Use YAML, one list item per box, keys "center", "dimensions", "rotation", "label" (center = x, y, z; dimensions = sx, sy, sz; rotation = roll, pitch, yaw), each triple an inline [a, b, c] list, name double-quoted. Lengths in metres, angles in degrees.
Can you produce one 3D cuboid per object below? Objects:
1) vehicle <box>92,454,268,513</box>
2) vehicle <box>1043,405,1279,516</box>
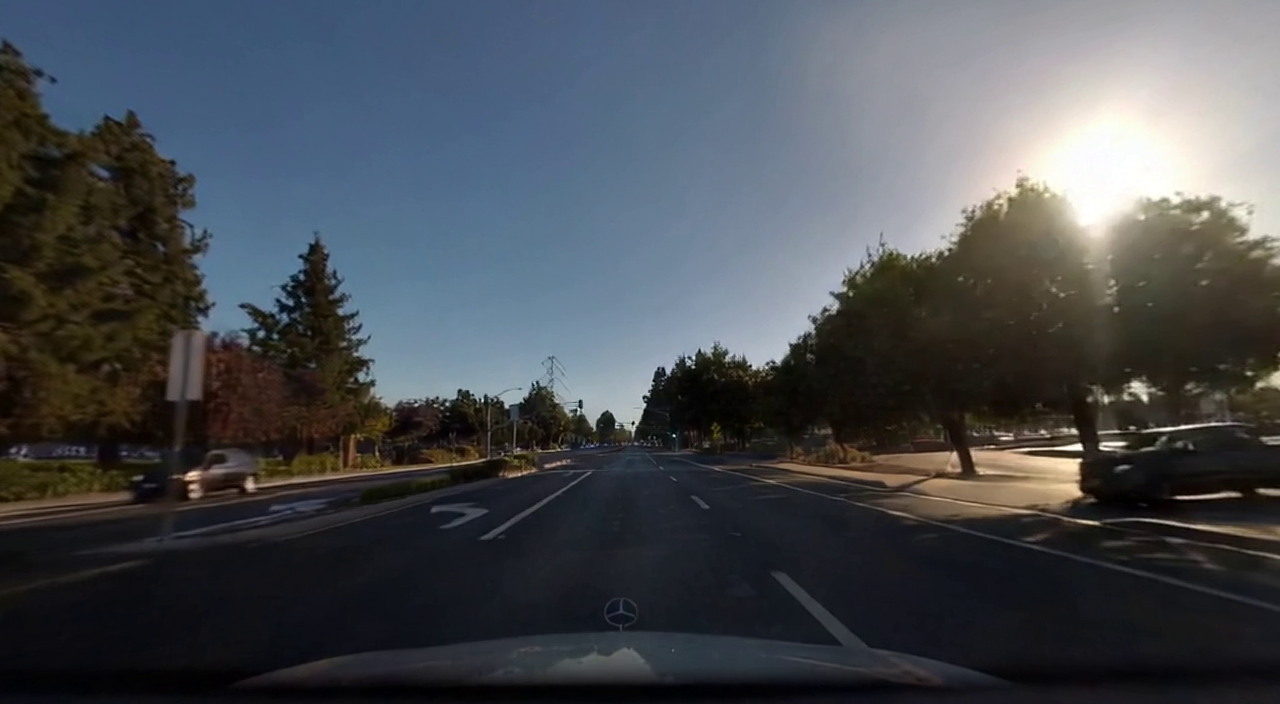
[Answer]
- center: [-13.462, 3.827, 18.916]
  dimensions: [1.892, 1.486, 4.487]
  rotation: [0, -8, 0]
  label: "vehicle"
- center: [12.342, 2.221, 13.603]
  dimensions: [5.581, 1.926, 2.324]
  rotation: [-4, -7, 0]
  label: "vehicle"
